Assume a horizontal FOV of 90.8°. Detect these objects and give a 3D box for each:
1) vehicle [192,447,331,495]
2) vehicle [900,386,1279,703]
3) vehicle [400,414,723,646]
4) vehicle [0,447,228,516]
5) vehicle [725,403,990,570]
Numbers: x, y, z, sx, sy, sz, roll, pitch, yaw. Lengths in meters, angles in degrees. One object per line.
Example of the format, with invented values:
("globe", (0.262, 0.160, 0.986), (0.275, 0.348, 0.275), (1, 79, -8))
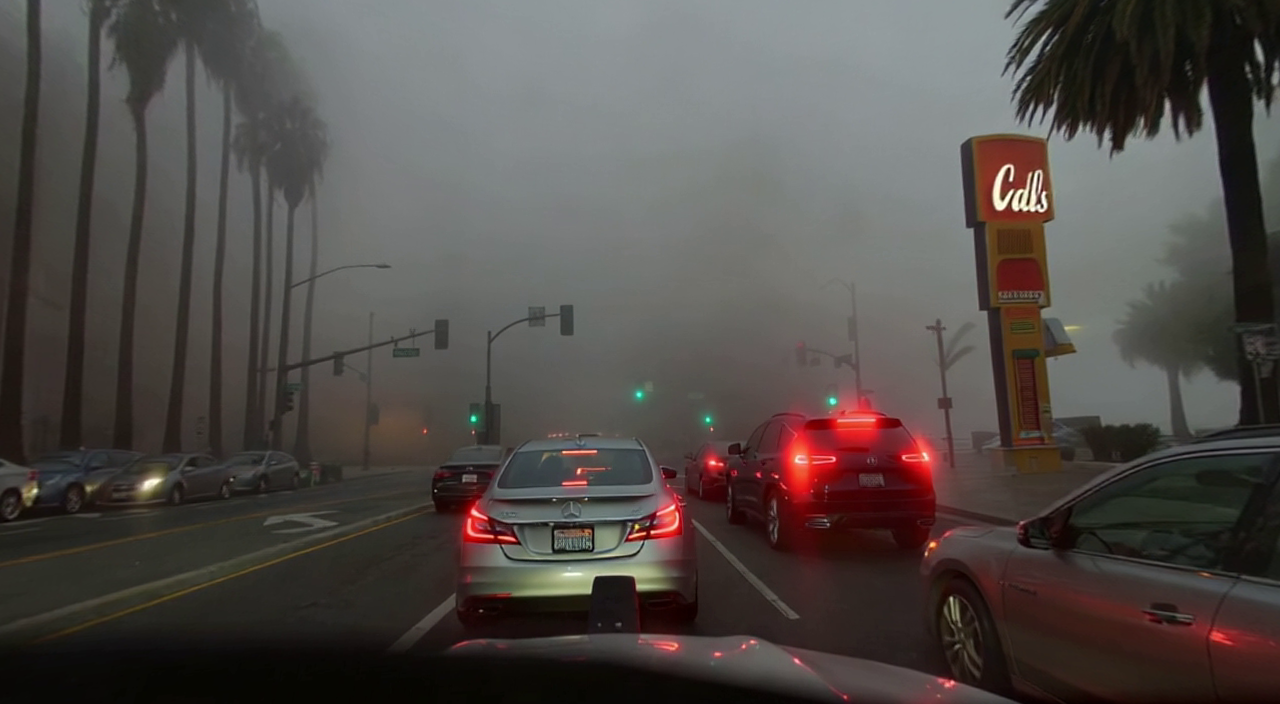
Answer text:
("vehicle", (-12.853, 4.025, 21.878), (1.856, 1.455, 4.700), (0, -9, 0))
("vehicle", (2.626, 0.812, 1.479), (2.085, 1.469, 4.458), (0, -9, -1))
("vehicle", (-0.517, 1.467, 6.222), (2.096, 1.492, 4.071), (0, -9, 0))
("vehicle", (-12.849, 3.137, 15.920), (1.870, 1.475, 4.531), (0, -9, 0))
("vehicle", (2.637, 1.772, 9.067), (2.096, 1.775, 4.440), (0, -9, -2))
